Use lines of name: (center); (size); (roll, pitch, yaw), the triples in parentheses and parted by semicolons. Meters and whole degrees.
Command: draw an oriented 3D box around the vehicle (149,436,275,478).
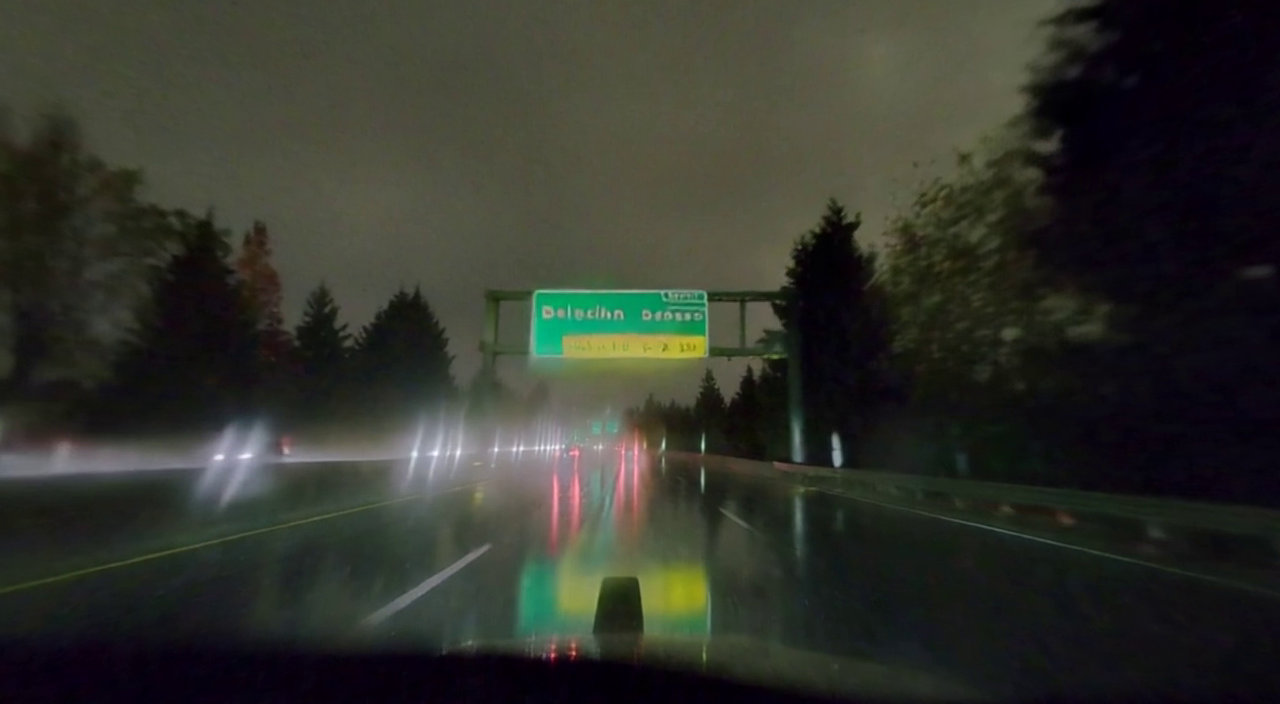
vehicle: (-17.050, 4.225, 25.328); (1.843, 1.510, 4.698); (0, -9, -1)

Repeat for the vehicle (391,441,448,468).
vehicle: (-12.946, 6.024, 37.024); (1.831, 1.460, 4.414); (0, -9, -1)

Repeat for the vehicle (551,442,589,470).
vehicle: (-4.497, 6.754, 40.876); (2.098, 1.692, 4.038); (0, -9, -1)
